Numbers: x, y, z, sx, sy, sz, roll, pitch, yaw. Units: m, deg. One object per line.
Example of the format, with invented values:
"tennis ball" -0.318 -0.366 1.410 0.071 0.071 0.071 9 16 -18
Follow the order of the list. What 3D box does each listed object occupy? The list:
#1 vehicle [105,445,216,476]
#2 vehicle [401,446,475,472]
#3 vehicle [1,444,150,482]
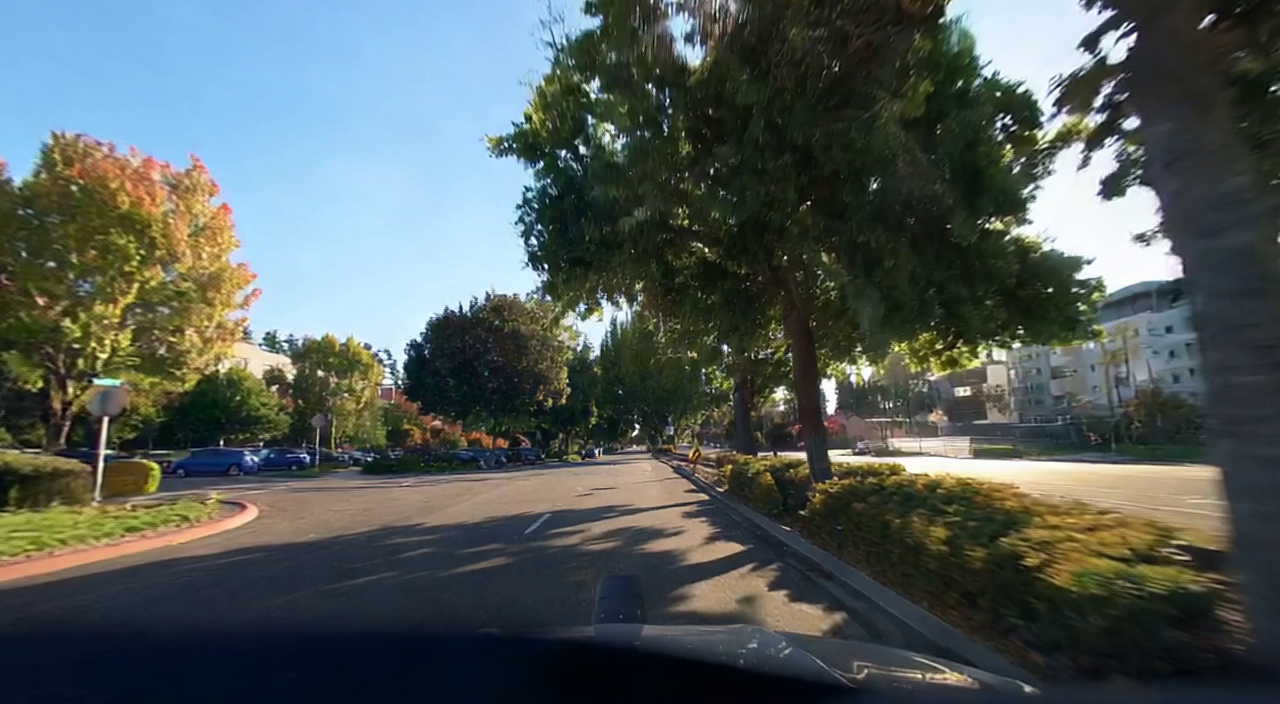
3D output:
"vehicle" -27.014 6.101 35.579 4.456 1.665 2.161 0 -8 0
"vehicle" -13.987 7.440 43.802 4.422 1.694 2.026 0 -8 2
"vehicle" -26.753 5.253 29.959 4.931 1.723 2.220 0 -8 1
